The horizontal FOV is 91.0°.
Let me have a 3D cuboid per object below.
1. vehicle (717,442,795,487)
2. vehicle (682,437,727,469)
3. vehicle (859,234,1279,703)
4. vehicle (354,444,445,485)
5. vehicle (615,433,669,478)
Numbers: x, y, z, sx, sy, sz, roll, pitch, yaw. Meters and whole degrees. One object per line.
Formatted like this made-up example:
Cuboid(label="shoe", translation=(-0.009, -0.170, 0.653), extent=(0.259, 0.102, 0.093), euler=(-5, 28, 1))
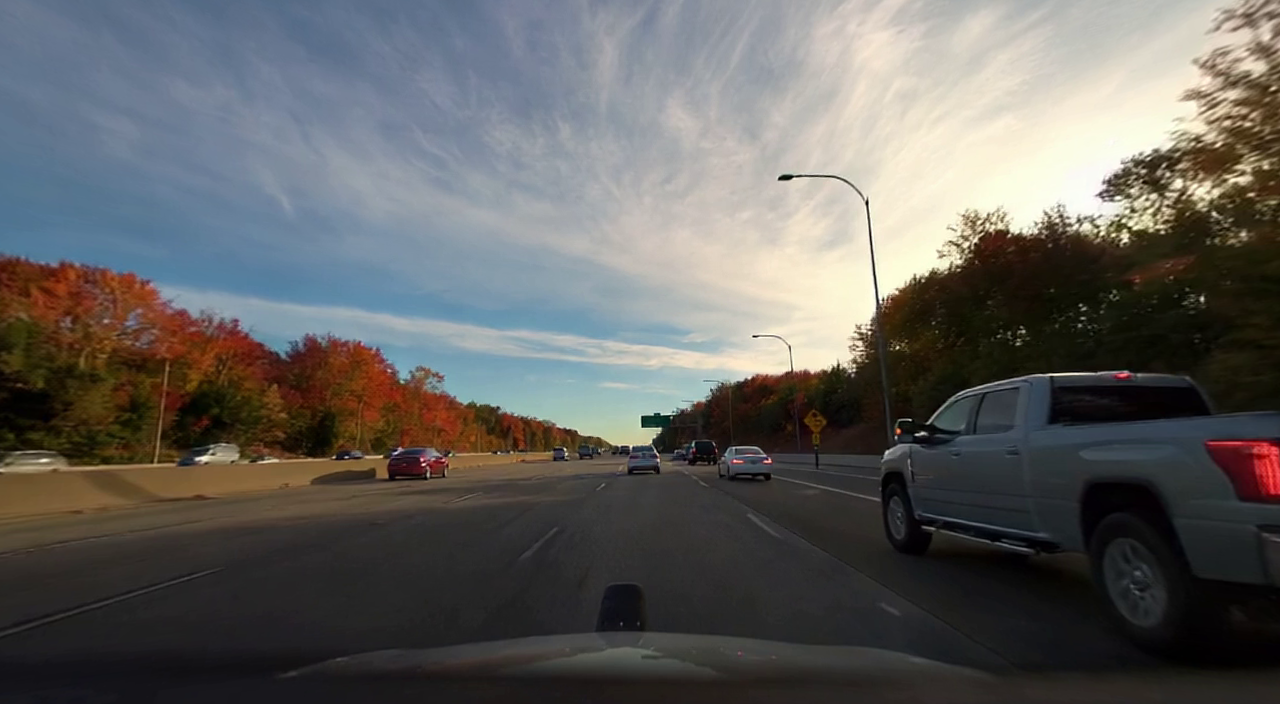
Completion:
Cuboid(label="vehicle", translation=(4.270, 4.233, 24.055), extent=(2.057, 1.508, 4.767), euler=(0, -9, 0))
Cuboid(label="vehicle", translation=(4.230, 6.785, 42.390), extent=(2.388, 1.998, 5.749), euler=(0, -9, 0))
Cuboid(label="vehicle", translation=(3.818, 0.821, 4.002), extent=(2.521, 2.101, 6.467), euler=(0, -9, 0))
Cuboid(label="vehicle", translation=(-9.910, 4.650, 26.374), extent=(1.989, 1.529, 4.433), euler=(0, -9, 1))
Cuboid(label="vehicle", translation=(0.131, 4.992, 30.530), extent=(2.372, 1.957, 5.121), euler=(0, -9, 1))
